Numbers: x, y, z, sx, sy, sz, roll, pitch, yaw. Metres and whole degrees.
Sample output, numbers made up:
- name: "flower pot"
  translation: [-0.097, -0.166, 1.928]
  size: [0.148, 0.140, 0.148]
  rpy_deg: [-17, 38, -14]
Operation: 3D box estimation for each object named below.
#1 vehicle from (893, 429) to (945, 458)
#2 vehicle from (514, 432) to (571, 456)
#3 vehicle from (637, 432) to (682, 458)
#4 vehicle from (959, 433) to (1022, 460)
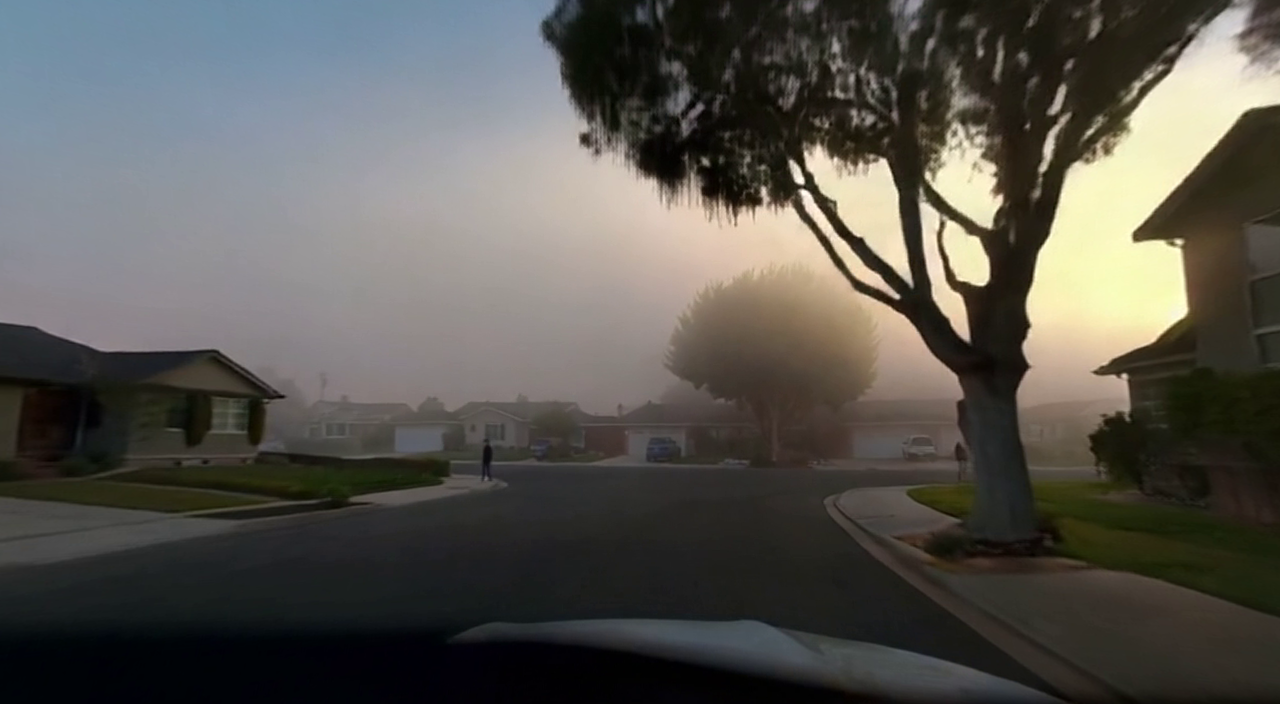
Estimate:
- name: "vehicle"
  translation: [18.011, 5.951, 40.954]
  size: [1.937, 1.731, 4.179]
  rpy_deg: [-1, -9, 8]
- name: "vehicle"
  translation: [-7.288, 6.957, 47.619]
  size: [1.942, 1.700, 4.478]
  rpy_deg: [-4, -10, 27]
- name: "vehicle"
  translation: [1.401, 6.415, 43.477]
  size: [1.942, 1.651, 4.655]
  rpy_deg: [-3, -9, 17]
- name: "vehicle"
  translation: [21.723, 5.901, 39.304]
  size: [1.873, 1.556, 4.216]
  rpy_deg: [-1, -9, 7]
